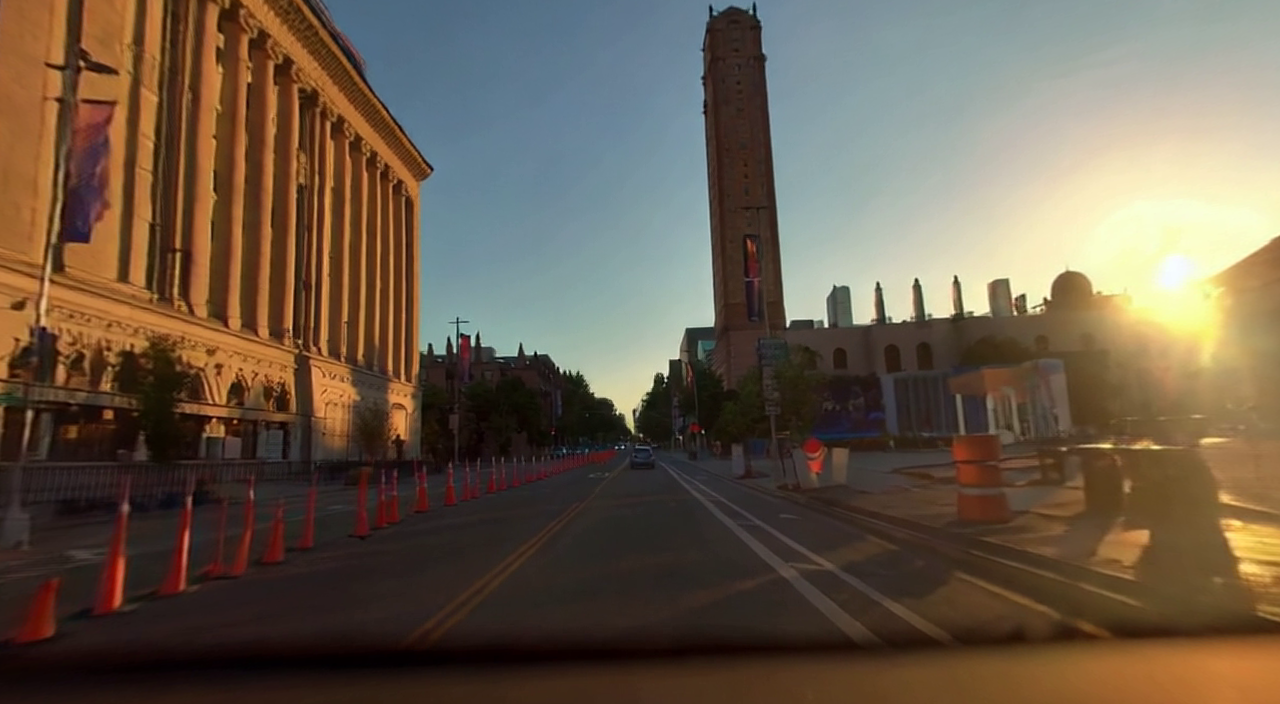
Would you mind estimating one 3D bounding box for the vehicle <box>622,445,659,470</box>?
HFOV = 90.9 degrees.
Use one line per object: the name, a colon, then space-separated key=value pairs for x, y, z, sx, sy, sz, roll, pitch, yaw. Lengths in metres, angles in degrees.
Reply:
vehicle: x=0.015 y=6.613 z=39.799 sx=2.216 sy=1.492 sz=4.725 roll=0 pitch=-9 yaw=0
